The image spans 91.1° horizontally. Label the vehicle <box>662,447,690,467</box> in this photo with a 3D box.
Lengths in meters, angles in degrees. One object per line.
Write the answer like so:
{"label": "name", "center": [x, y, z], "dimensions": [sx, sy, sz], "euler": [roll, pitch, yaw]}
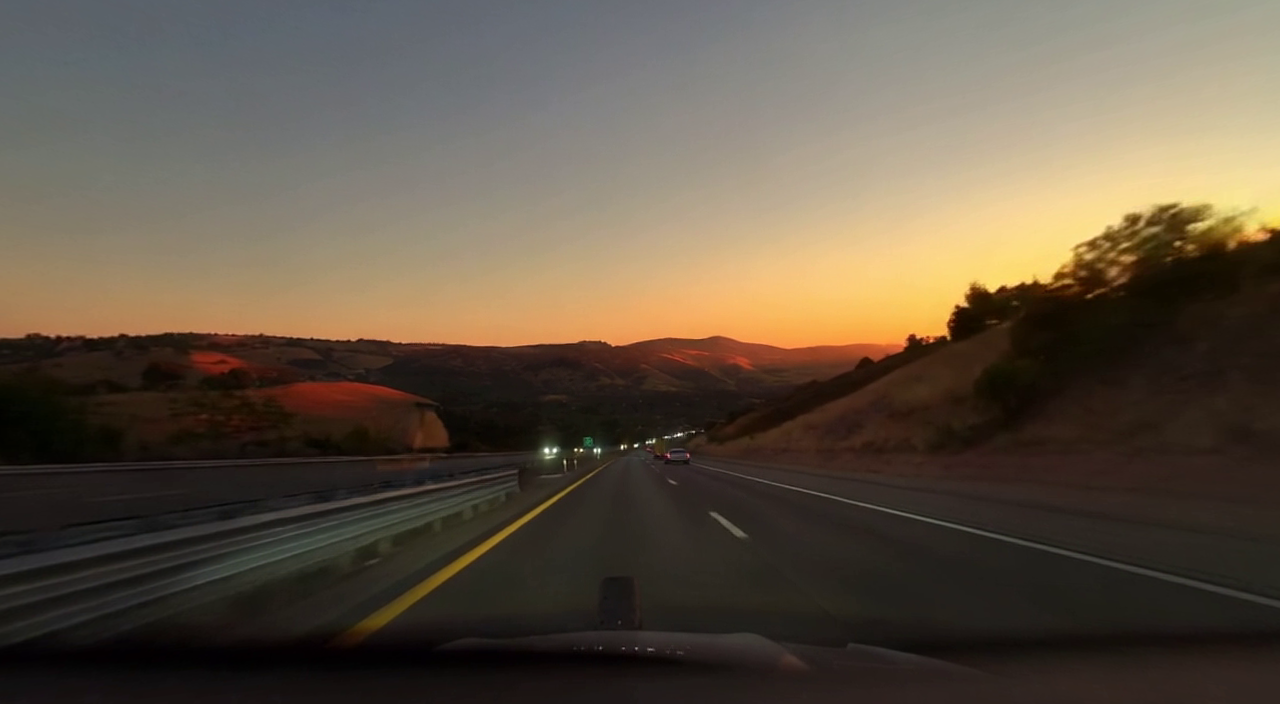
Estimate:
{"label": "vehicle", "center": [2.728, 8.131, 48.705], "dimensions": [1.836, 1.459, 3.766], "euler": [0, -9, -2]}
